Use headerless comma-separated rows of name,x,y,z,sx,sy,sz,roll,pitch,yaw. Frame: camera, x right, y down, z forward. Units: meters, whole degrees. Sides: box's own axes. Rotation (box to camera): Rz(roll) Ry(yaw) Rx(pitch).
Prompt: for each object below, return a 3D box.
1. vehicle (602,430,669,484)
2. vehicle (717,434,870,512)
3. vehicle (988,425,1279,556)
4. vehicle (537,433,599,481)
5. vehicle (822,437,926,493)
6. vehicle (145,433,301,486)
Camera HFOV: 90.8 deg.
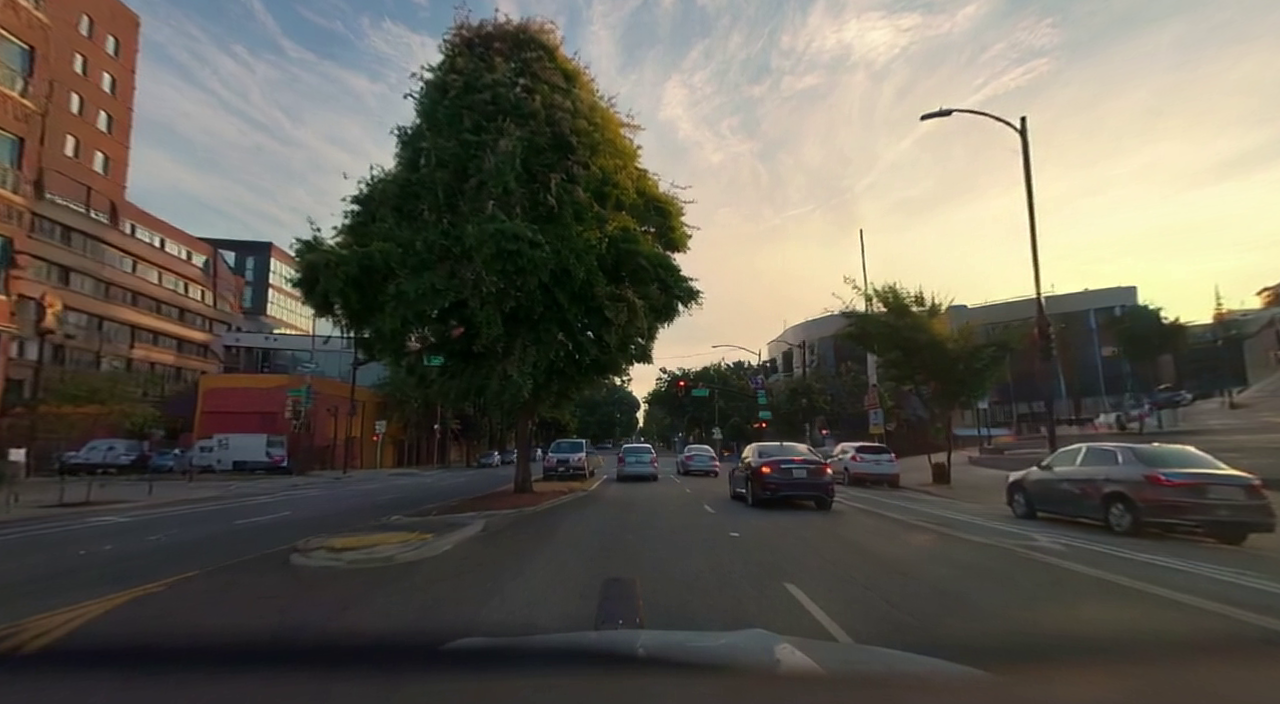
vehicle,-0.175,4.016,24.391,2.329,1.842,4.537,0,-8,0
vehicle,3.284,2.717,14.777,2.238,1.499,4.964,0,-9,-1
vehicle,8.107,2.083,10.458,1.963,1.649,4.562,0,-7,-2
vehicle,-2.876,4.335,26.281,2.297,1.812,4.244,0,-9,-3
vehicle,8.105,3.905,22.376,1.959,1.719,4.538,0,-7,0
vehicle,-23.373,6.029,35.681,6.679,2.794,2.850,0,-9,1
